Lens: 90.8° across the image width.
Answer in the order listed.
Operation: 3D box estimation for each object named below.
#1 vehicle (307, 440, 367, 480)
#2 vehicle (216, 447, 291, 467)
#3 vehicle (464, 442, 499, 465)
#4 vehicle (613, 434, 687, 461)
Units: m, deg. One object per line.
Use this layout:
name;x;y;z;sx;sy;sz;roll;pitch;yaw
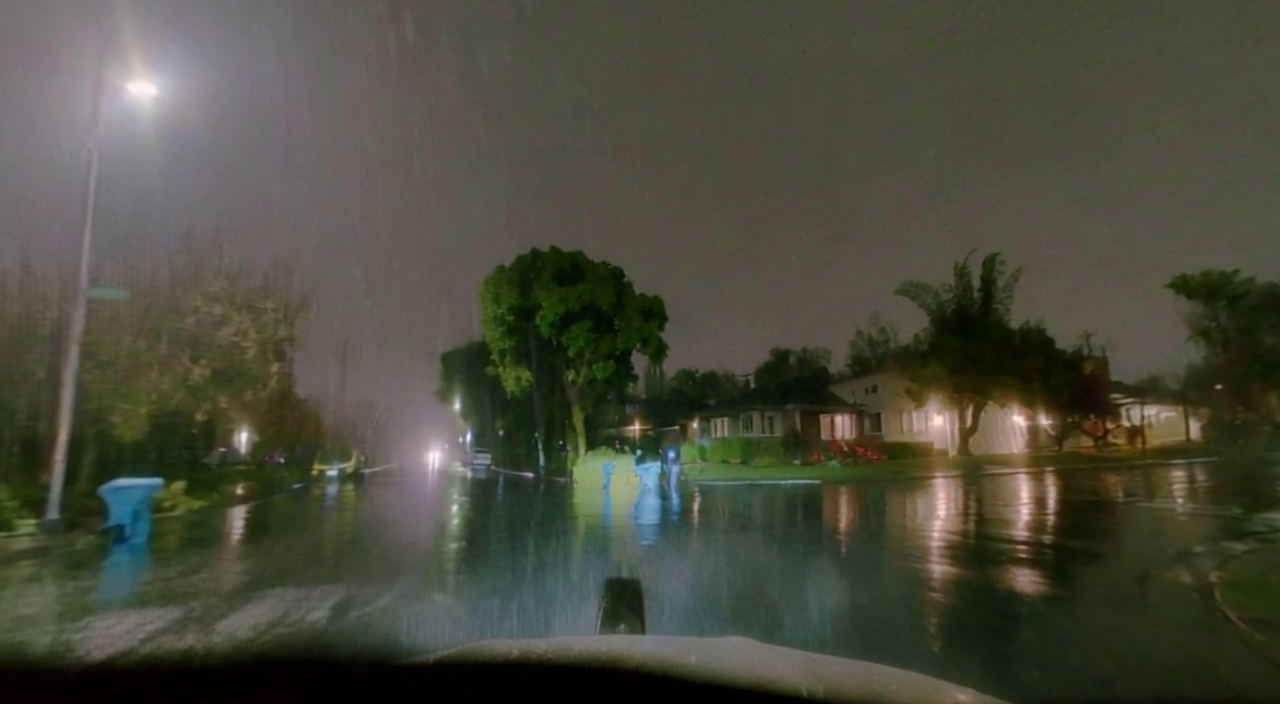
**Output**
vehicle;-15.464;5.505;32.476;2.152;1.826;4.725;3;-9;-19
vehicle;-29.532;8.029;48.405;4.526;1.487;1.766;3;-9;-18
vehicle;-12.081;7.696;47.933;2.109;1.676;4.037;3;-9;-19
vehicle;0.624;6.002;39.821;4.241;1.597;1.833;3;-9;-19
